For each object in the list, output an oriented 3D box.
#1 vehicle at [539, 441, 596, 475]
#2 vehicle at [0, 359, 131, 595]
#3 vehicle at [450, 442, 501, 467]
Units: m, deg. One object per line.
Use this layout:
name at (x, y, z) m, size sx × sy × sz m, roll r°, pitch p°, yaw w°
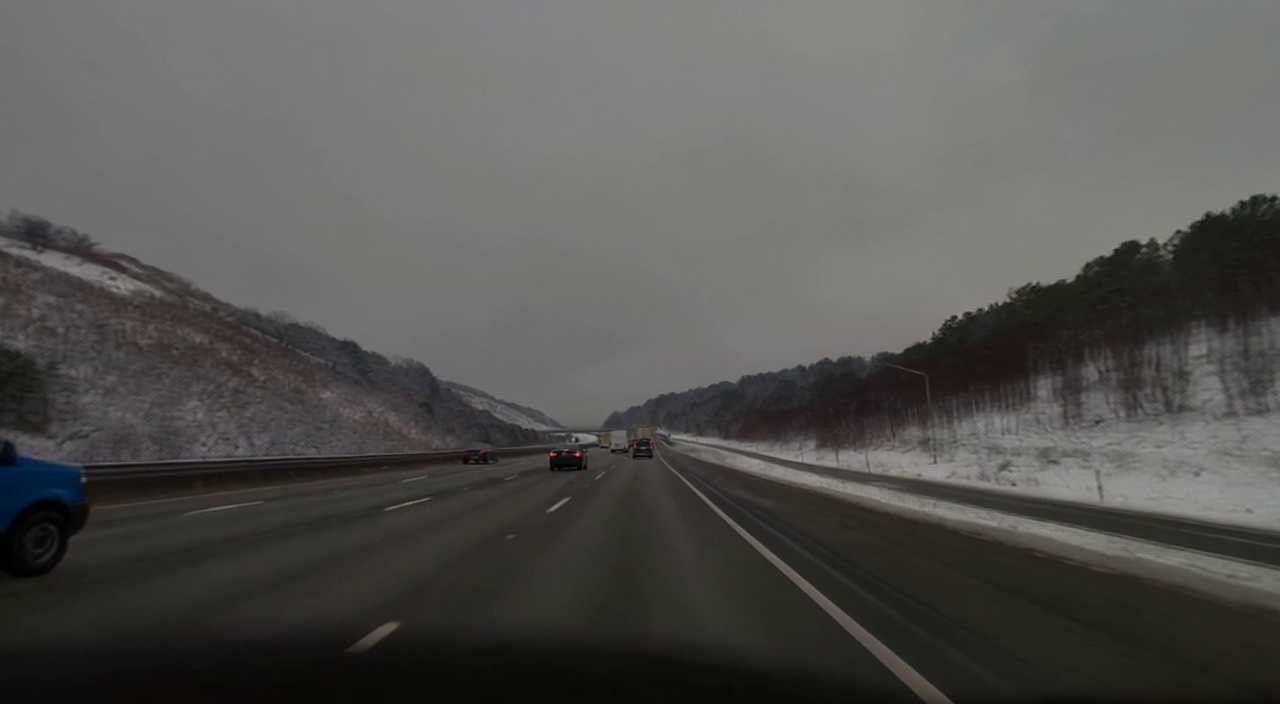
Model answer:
vehicle at (-3.375, 5.020, 30.188) m, size 2.080 × 1.505 × 4.649 m, roll 0°, pitch -8°, yaw 1°
vehicle at (-7.077, 0.930, 4.281) m, size 2.437 × 2.135 × 5.643 m, roll 0°, pitch -8°, yaw 1°
vehicle at (-10.625, 6.631, 41.094) m, size 1.945 × 1.466 × 4.947 m, roll 0°, pitch -8°, yaw 1°
